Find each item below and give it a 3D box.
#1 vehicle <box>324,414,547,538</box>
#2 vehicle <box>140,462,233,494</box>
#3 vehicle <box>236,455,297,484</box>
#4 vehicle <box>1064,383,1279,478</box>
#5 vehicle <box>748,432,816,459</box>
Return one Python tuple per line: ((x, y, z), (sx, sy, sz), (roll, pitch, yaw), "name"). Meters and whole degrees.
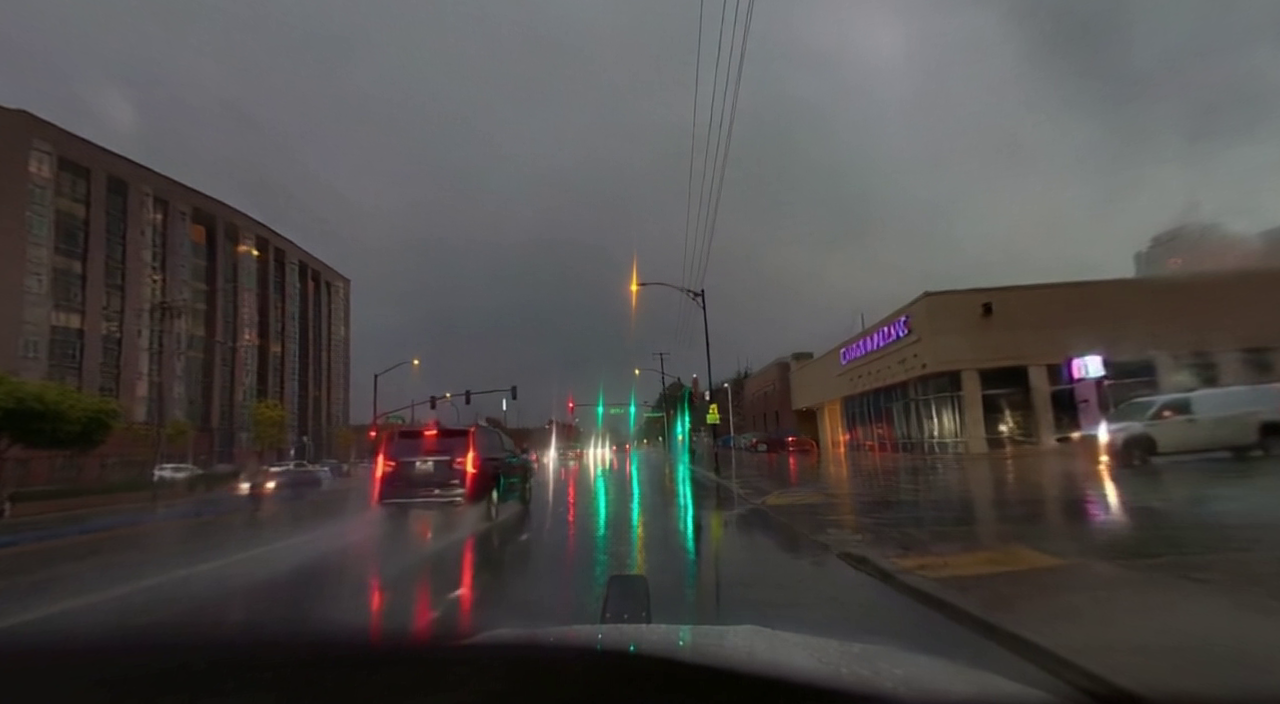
((-3.274, 2.121, 11.461), (2.277, 1.743, 4.893), (0, -8, 2), "vehicle")
((-27.778, 7.682, 38.660), (4.398, 1.737, 1.950), (8, -10, -37), "vehicle")
((-28.474, 8.961, 48.040), (3.755, 1.646, 1.961), (-1, -11, -36), "vehicle")
((10.575, 1.408, 11.203), (4.573, 1.532, 1.983), (0, -9, 2), "vehicle")
((9.997, 6.657, 44.744), (4.361, 1.550, 2.087), (2, -13, 2), "vehicle")
